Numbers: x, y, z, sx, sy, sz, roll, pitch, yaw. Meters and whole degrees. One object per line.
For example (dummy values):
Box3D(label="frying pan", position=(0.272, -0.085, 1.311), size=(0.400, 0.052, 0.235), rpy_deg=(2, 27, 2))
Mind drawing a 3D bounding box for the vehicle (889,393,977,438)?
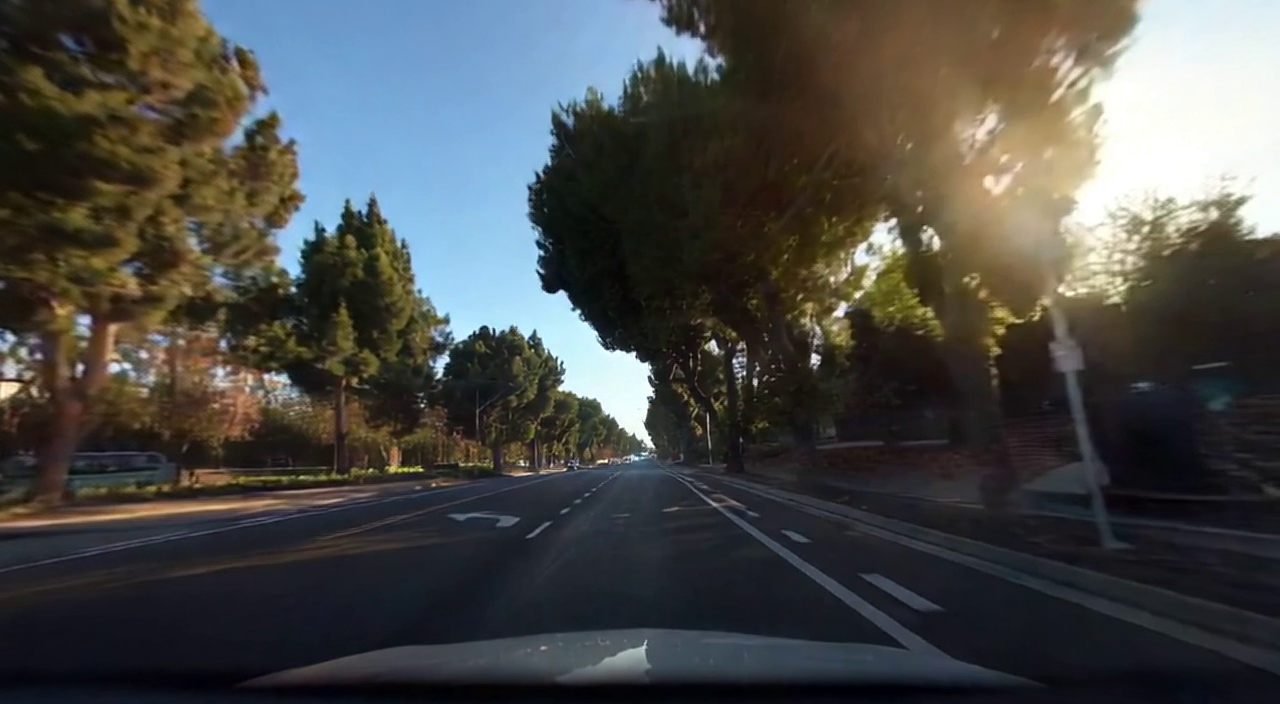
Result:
Box3D(label="vehicle", position=(12.433, 2.811, 27.058), size=(1.732, 1.413, 4.483), rpy_deg=(-4, -11, 2))

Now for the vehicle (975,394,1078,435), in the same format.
Box3D(label="vehicle", position=(19.034, 3.197, 31.391), size=(1.896, 1.622, 5.024), rpy_deg=(-3, -10, 0))

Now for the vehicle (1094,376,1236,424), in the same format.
Box3D(label="vehicle", position=(18.985, 1.826, 23.038), size=(1.673, 1.449, 3.879), rpy_deg=(0, -8, -3))

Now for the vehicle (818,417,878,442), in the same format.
Box3D(label="vehicle", position=(12.435, 4.722, 38.001), size=(1.841, 1.441, 4.544), rpy_deg=(0, -8, -4))
